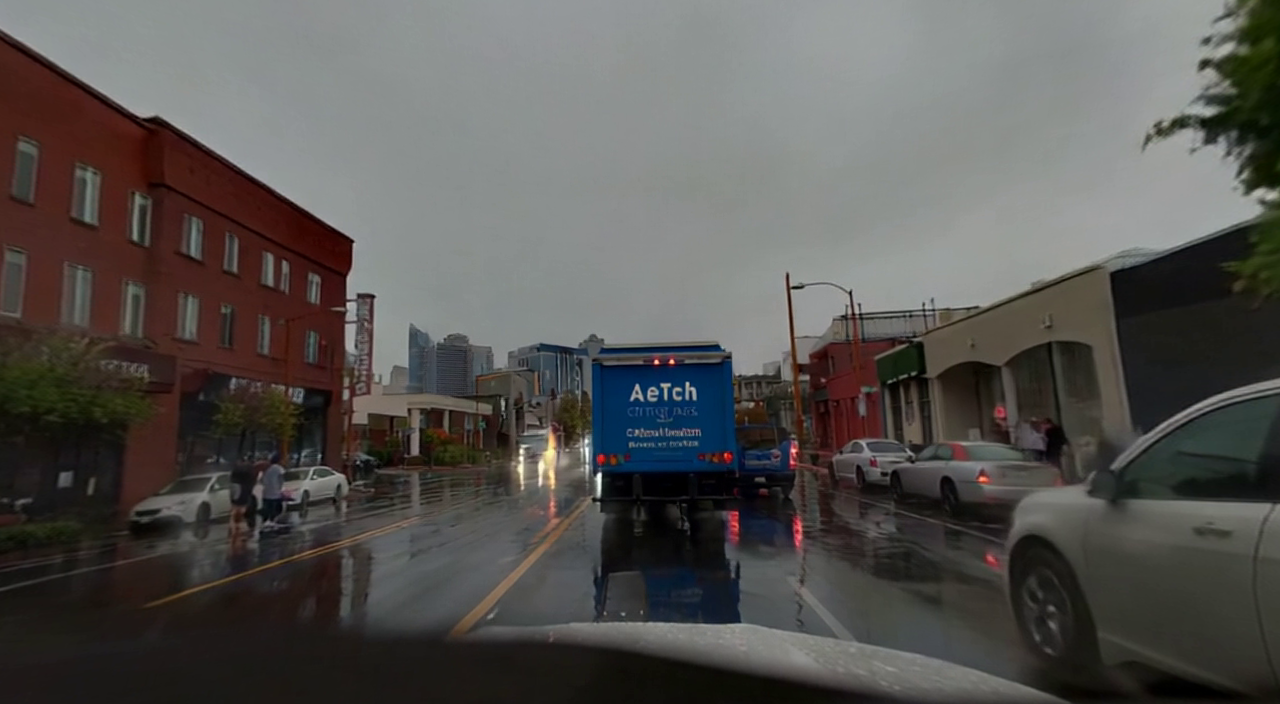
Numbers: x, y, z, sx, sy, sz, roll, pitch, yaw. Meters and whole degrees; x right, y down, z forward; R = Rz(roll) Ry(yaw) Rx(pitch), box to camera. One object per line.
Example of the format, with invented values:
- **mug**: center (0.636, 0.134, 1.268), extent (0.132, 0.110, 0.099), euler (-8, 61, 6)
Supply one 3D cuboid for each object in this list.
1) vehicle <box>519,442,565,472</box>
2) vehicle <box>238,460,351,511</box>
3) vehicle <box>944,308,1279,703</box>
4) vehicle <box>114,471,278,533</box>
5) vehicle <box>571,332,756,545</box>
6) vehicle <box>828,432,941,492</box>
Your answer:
- **vehicle**: center (-5.993, 6.462, 38.806), extent (2.046, 1.711, 4.320), euler (0, -9, 1)
- **vehicle**: center (-13.383, 5.151, 24.684), extent (1.943, 1.682, 4.365), euler (0, -9, 0)
- **vehicle**: center (3.406, 0.785, 2.577), extent (2.104, 1.786, 4.498), euler (0, -9, 1)
- **vehicle**: center (-13.488, 4.540, 19.497), extent (1.901, 1.508, 4.405), euler (0, -9, -1)
- **vehicle**: center (0.221, 1.631, 11.787), extent (2.517, 2.926, 6.177), euler (0, -9, -2)
- **vehicle**: center (7.586, 3.442, 19.996), extent (1.946, 1.680, 4.270), euler (0, -9, 1)
